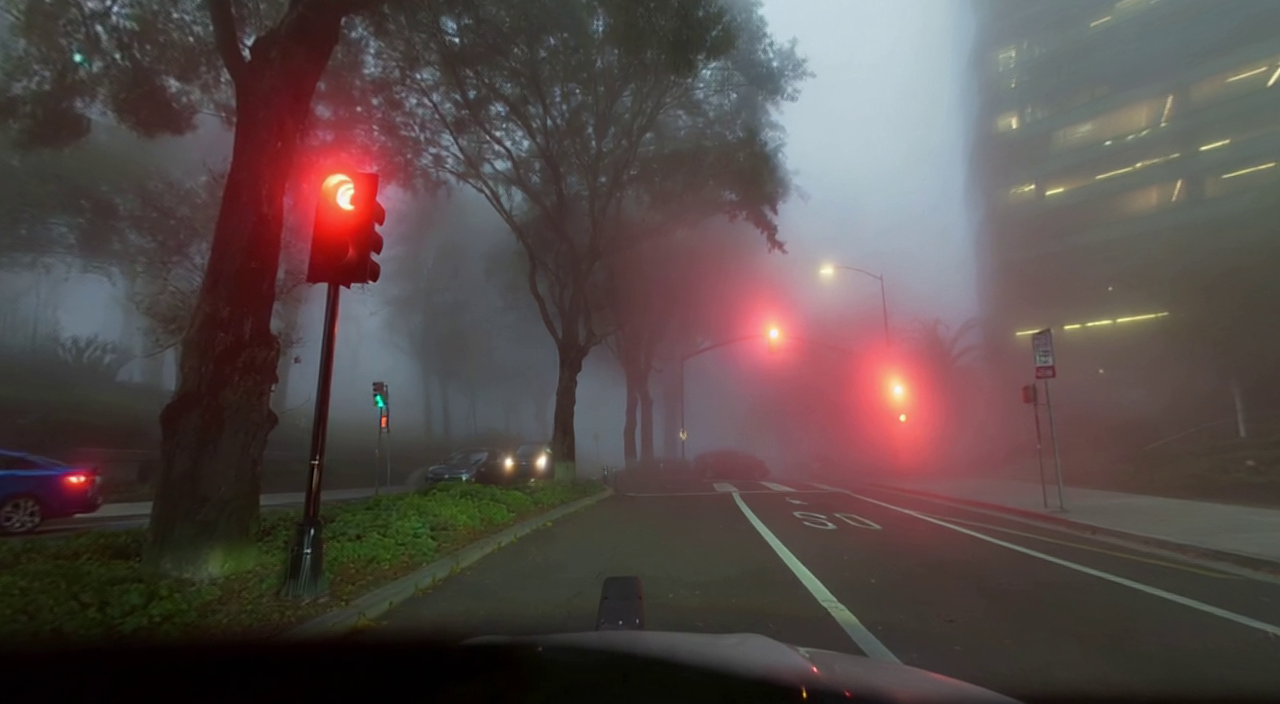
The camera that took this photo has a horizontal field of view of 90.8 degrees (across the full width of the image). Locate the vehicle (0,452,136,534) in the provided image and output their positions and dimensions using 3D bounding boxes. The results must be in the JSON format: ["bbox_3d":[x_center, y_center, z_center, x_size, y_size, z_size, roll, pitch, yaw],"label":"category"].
[{"bbox_3d":[-12.859,2.716,12.273,4.598,1.490,1.816,7,-11,-40],"label":"vehicle"}]

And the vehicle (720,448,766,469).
[{"bbox_3d":[7.859,8.125,48.418,1.829,1.440,4.384,2,-9,-14],"label":"vehicle"}]
